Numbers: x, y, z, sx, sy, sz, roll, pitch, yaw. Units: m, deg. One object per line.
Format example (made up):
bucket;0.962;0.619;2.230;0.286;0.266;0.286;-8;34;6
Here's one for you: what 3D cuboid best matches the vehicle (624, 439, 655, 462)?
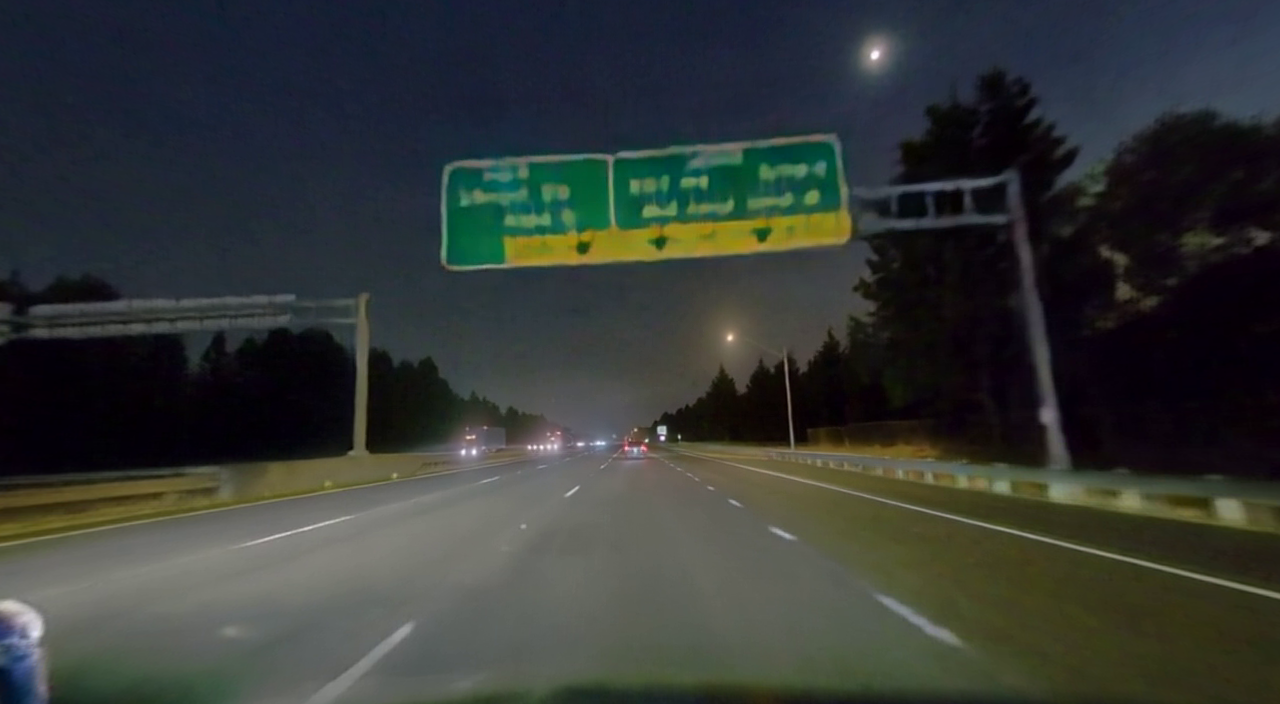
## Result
vehicle;-0.057;6.717;43.029;2.028;1.440;3.690;0;-8;-1
